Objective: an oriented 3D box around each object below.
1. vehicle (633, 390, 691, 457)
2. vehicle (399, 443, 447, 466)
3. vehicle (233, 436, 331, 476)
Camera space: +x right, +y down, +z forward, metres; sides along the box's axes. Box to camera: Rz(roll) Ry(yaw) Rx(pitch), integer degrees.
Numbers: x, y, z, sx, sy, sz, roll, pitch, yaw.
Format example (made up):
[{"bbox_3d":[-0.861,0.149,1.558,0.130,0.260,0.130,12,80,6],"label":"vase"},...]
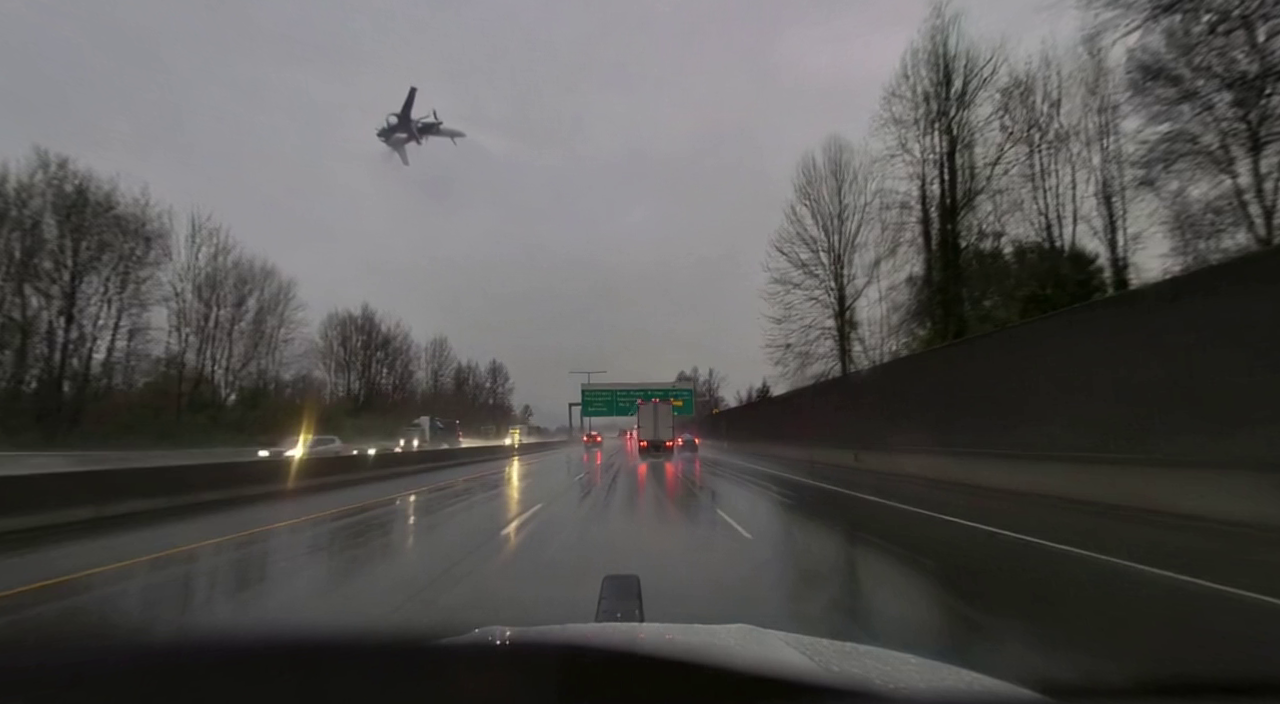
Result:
[{"bbox_3d":[1.208,5.431,45.758,2.965,3.972,16.689,0,-8,-2],"label":"vehicle"},{"bbox_3d":[-14.687,6.937,42.718,1.772,1.463,3.906,0,-8,1],"label":"vehicle"},{"bbox_3d":[-18.813,5.454,33.427,2.106,1.954,5.200,0,-8,0],"label":"vehicle"}]
